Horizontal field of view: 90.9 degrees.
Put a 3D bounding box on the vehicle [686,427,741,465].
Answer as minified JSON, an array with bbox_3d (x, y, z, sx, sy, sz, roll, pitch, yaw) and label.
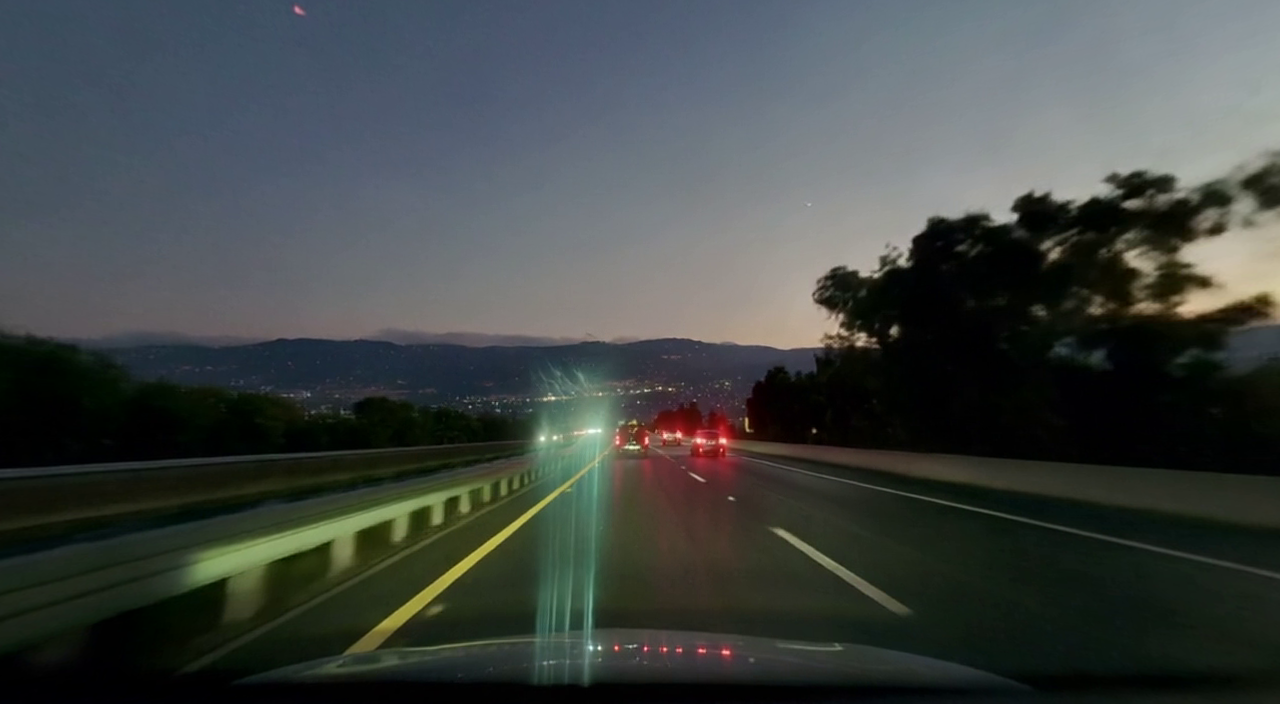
[{"bbox_3d":[3.338,4.348,29.311,1.981,1.606,3.956,0,-8,-2],"label":"vehicle"}]

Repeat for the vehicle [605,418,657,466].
[{"bbox_3d":[-0.457,4.210,29.596,2.270,2.044,4.633,0,-8,-2],"label":"vehicle"}]
